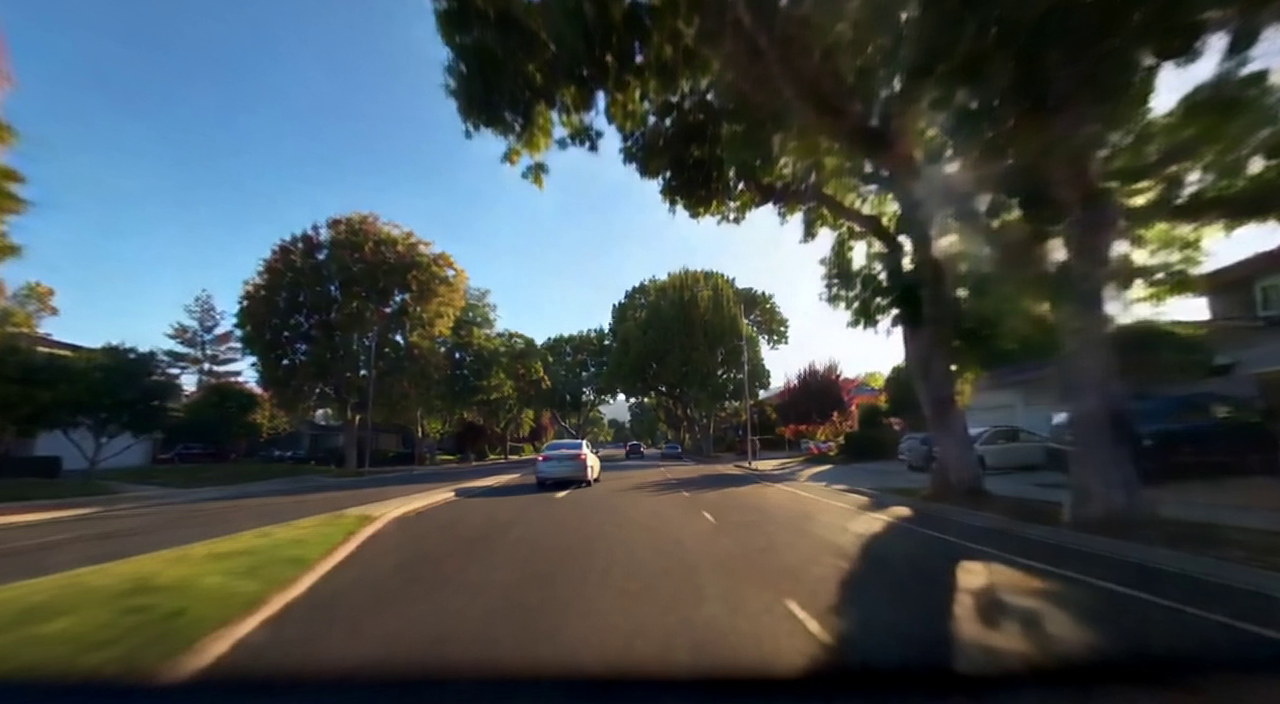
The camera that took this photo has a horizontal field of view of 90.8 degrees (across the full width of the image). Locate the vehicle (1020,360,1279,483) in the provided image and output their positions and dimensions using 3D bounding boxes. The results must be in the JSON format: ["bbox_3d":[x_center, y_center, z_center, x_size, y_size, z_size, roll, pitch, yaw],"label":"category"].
[{"bbox_3d":[11.745,1.476,12.948,2.483,2.209,6.171,8,-11,-43],"label":"vehicle"}]

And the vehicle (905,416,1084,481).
[{"bbox_3d":[11.336,3.104,20.447,4.560,1.842,2.048,-8,-12,43],"label":"vehicle"}]

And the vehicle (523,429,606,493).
[{"bbox_3d":[-2.253,3.329,19.654,2.205,1.706,4.904,1,-8,-5],"label":"vehicle"}]

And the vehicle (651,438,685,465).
[{"bbox_3d":[1.767,6.510,41.469,2.003,1.614,4.072,0,-8,0],"label":"vehicle"}]
